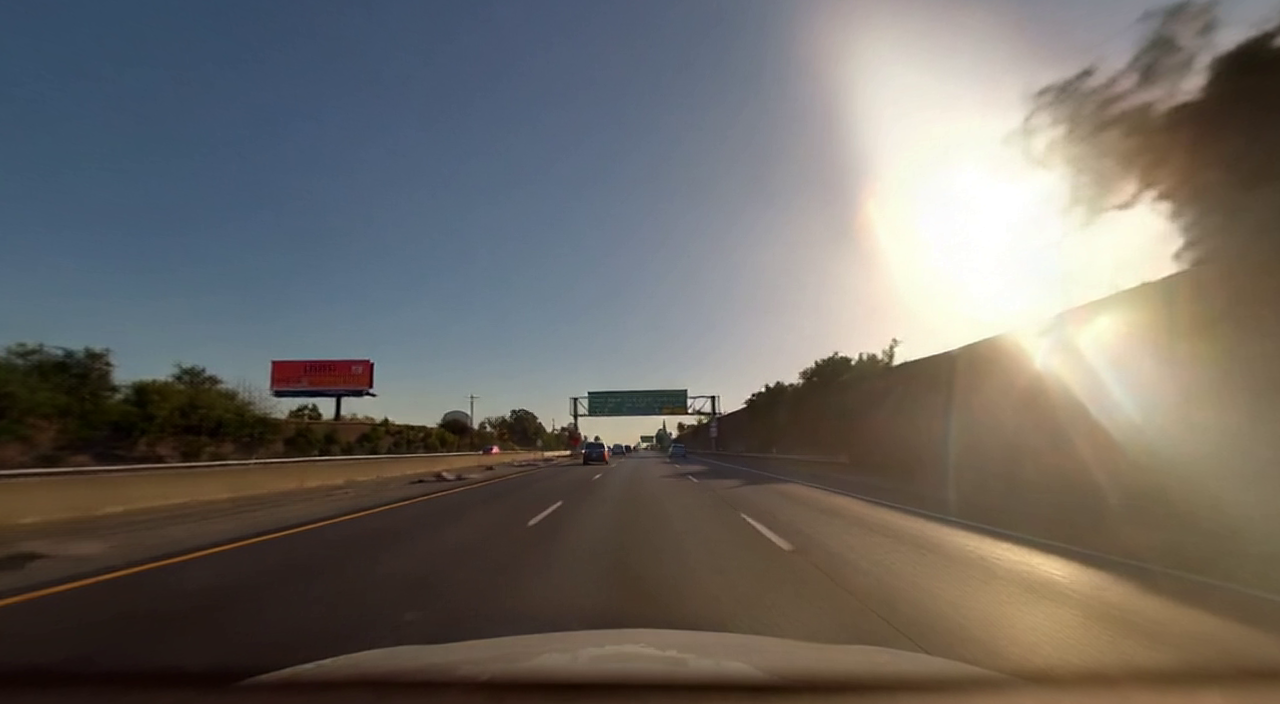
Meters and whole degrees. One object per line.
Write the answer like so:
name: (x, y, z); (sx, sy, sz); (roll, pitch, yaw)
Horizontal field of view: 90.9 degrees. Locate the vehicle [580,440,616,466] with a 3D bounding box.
vehicle: (-2.980, 7.332, 45.993); (2.319, 1.738, 4.355); (0, -8, 0)
